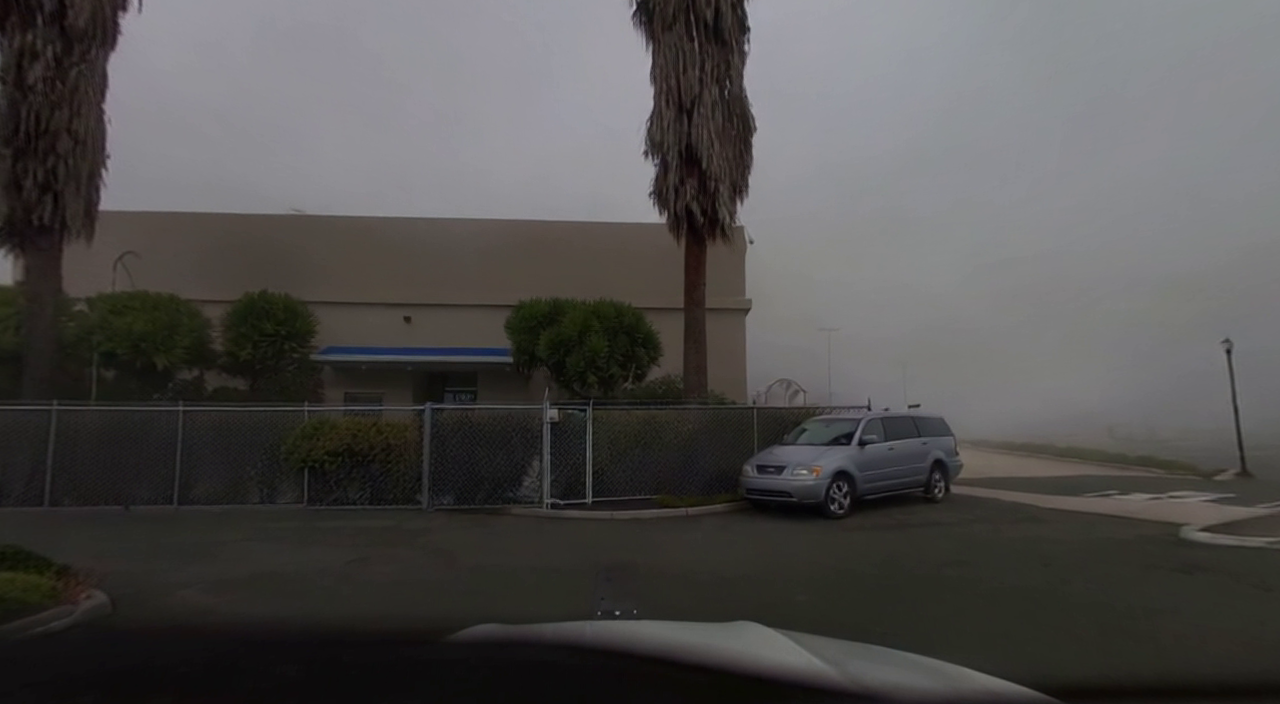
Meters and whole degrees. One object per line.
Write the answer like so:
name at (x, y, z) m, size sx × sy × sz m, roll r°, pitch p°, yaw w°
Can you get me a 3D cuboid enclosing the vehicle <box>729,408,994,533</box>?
vehicle at (3.952, 1.948, 11.197) m, size 4.365 × 1.791 × 2.073 m, roll 4°, pitch -7°, yaw -31°
